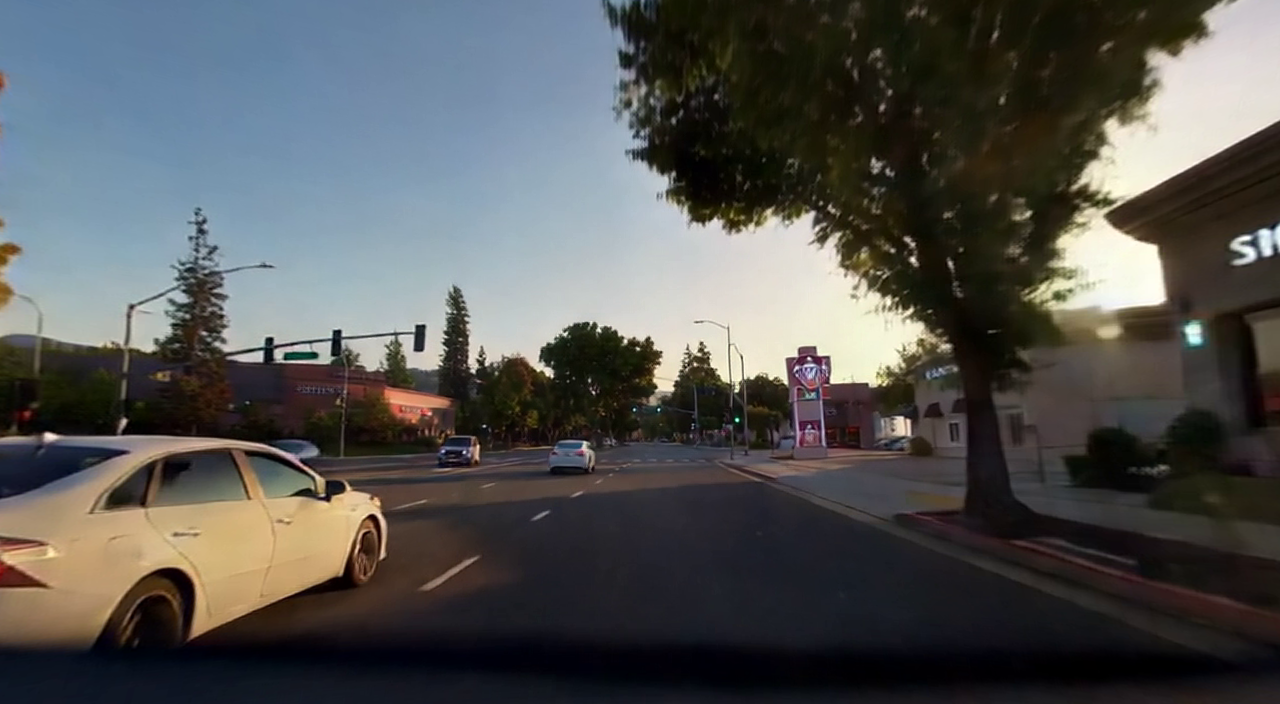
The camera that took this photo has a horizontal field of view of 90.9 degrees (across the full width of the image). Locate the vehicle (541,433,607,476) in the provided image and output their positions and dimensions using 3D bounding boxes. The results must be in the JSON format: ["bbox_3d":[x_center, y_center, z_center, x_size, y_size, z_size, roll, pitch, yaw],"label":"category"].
[{"bbox_3d":[-2.728,4.370,27.125,2.109,1.692,4.220,-1,-8,4],"label":"vehicle"}]

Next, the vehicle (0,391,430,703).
[{"bbox_3d":[-3.232,1.193,4.305,2.018,1.477,4.401,0,-8,1],"label":"vehicle"}]

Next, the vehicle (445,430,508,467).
[{"bbox_3d":[-8.921,5.327,34.826,2.030,1.906,4.661,-1,-8,3],"label":"vehicle"}]
